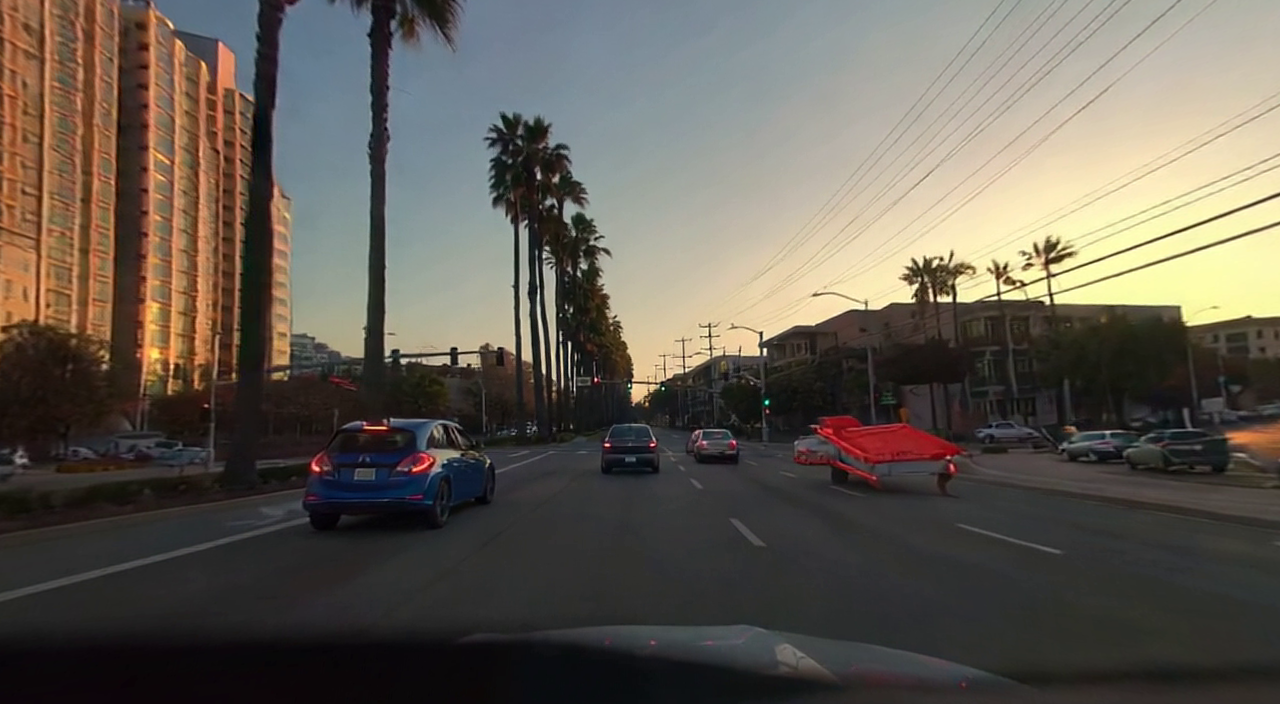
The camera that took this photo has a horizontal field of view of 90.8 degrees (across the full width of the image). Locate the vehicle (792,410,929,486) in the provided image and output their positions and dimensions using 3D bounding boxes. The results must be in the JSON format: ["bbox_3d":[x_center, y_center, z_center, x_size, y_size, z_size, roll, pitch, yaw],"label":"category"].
[{"bbox_3d":[6.418,2.903,19.231,2.130,1.979,5.310,0,-8,-1],"label":"vehicle"}]

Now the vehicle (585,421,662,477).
[{"bbox_3d":[-0.548,3.262,21.312,2.302,1.681,4.217,0,-8,-1],"label":"vehicle"}]

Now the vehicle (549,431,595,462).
[{"bbox_3d":[-3.457,4.927,32.818,1.973,1.504,3.895,0,-8,0],"label":"vehicle"}]

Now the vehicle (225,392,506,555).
[{"bbox_3d":[-3.495,1.665,9.237,2.136,1.779,4.417,0,-8,0],"label":"vehicle"}]

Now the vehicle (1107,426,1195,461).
[{"bbox_3d":[23.942,4.324,29.824,2.020,1.501,4.732,-4,-9,24],"label":"vehicle"}]

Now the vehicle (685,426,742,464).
[{"bbox_3d":[3.204,4.149,28.195,1.975,1.598,4.025,0,-8,-1],"label":"vehicle"}]
